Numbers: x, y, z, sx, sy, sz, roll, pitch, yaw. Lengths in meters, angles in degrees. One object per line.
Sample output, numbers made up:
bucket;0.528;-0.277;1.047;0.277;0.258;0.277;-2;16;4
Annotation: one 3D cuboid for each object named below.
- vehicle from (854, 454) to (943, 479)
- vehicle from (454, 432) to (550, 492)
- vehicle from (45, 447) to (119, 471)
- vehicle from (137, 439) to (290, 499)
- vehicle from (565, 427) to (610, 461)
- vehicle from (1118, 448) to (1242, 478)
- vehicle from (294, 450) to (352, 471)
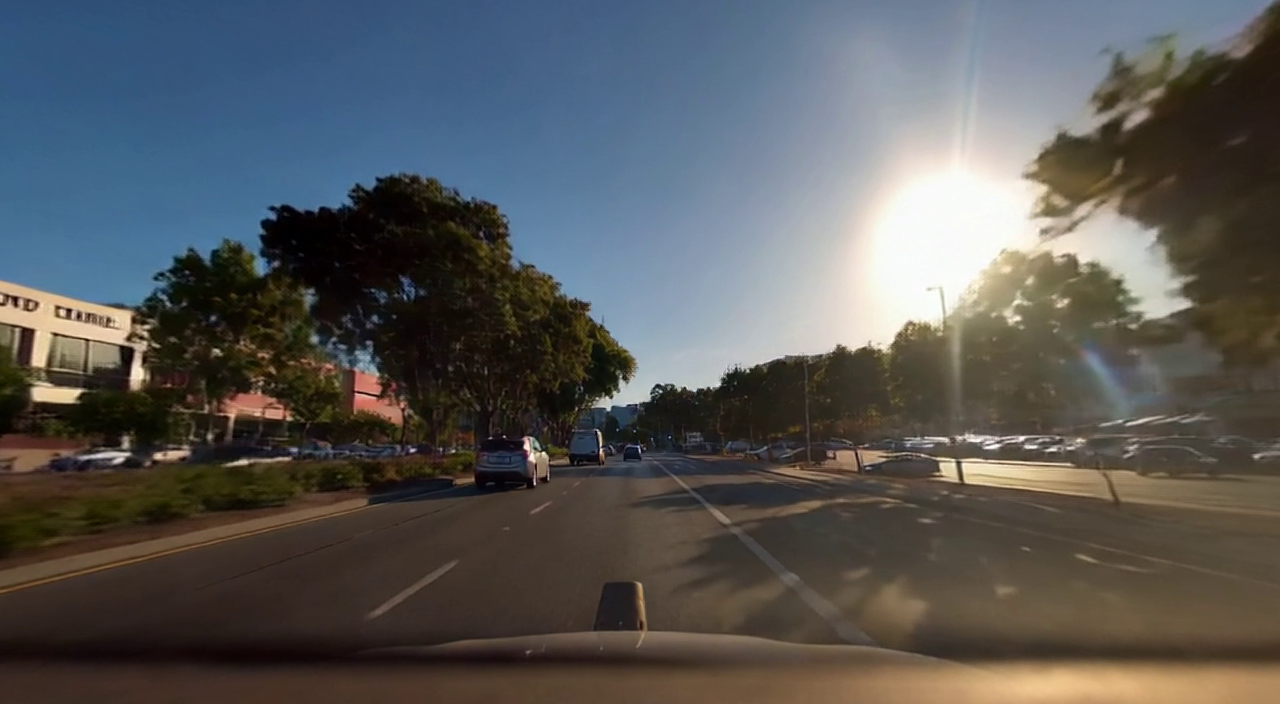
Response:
vehicle;16.264;7.214;39.757;4.723;1.466;2.085;0;-9;-1
vehicle;-4.283;3.480;20.252;2.109;1.672;4.256;0;-8;0
vehicle;-37.833;7.257;42.836;1.916;1.475;4.651;3;-9;-17
vehicle;-12.356;3.378;18.611;1.760;1.567;3.930;0;-8;-1
vehicle;-4.019;7.316;49.971;2.917;2.524;6.990;0;-8;0
vehicle;28.936;5.960;33.826;4.754;1.499;1.955;0;-8;2
vehicle;-23.183;7.923;46.211;1.885;1.428;4.638;0;-8;-1
